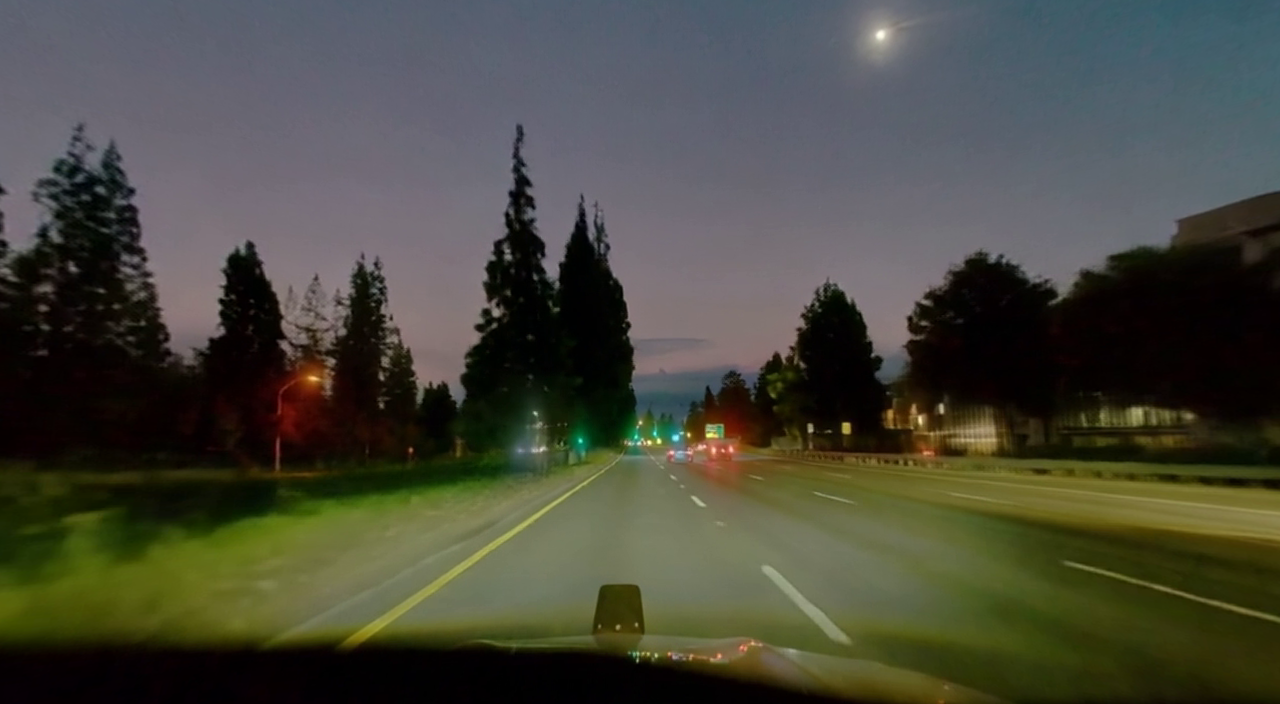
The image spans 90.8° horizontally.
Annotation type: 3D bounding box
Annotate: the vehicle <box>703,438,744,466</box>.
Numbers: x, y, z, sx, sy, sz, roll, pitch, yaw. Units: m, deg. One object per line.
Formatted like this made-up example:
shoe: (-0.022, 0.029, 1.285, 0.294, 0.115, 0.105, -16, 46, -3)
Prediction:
vehicle: (5.632, 6.796, 43.046, 1.946, 1.773, 4.641, 1, -8, -2)

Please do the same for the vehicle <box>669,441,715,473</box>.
vehicle: (2.637, 5.467, 33.056, 1.917, 1.538, 4.259, 1, -8, -2)

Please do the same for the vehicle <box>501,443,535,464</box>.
vehicle: (-9.552, 7.954, 49.893, 1.843, 1.564, 4.811, 0, -8, -1)
